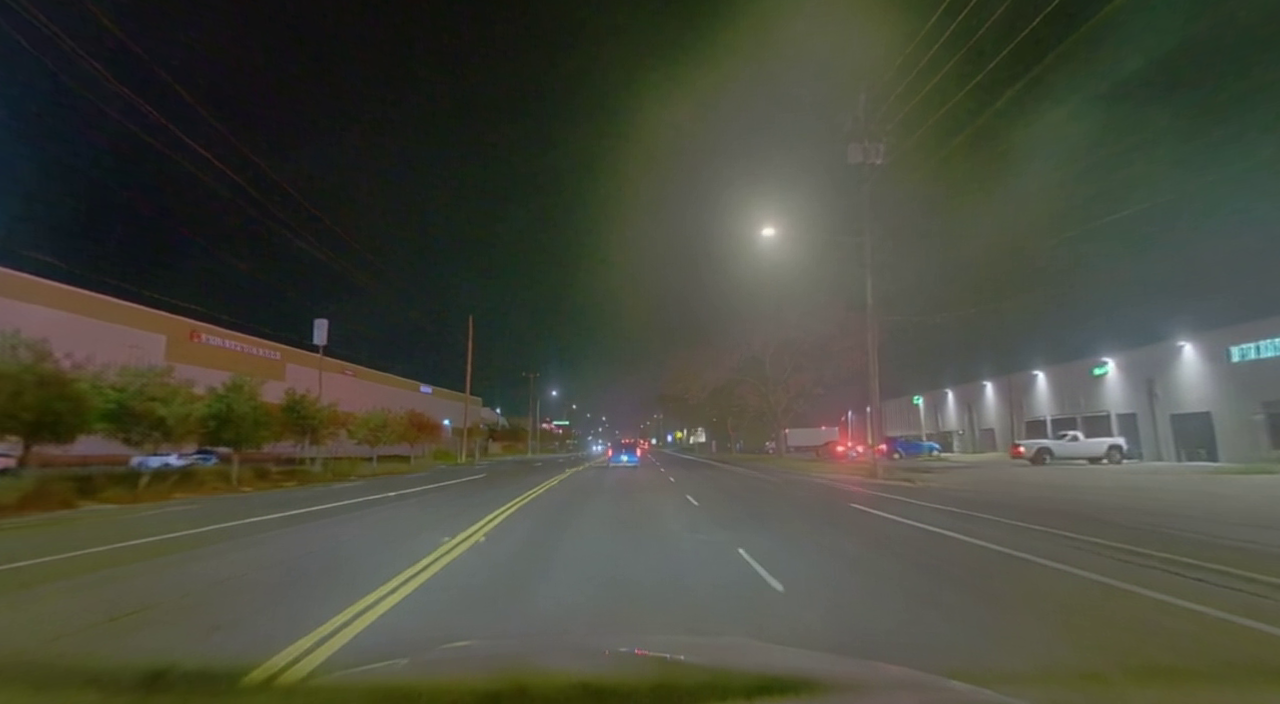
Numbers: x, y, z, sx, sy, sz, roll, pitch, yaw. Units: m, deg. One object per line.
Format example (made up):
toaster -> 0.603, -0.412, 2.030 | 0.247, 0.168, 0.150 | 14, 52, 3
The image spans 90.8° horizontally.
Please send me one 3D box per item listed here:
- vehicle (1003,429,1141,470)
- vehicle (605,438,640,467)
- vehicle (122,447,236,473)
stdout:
vehicle -> 23.281, 5.281, 34.231 | 5.669, 2.073, 2.297 | -1, -8, 2
vehicle -> -0.967, 5.747, 36.227 | 1.937, 1.588, 3.746 | 0, -8, 0
vehicle -> -26.475, 6.191, 36.417 | 4.728, 1.431, 2.287 | 0, -8, -2
